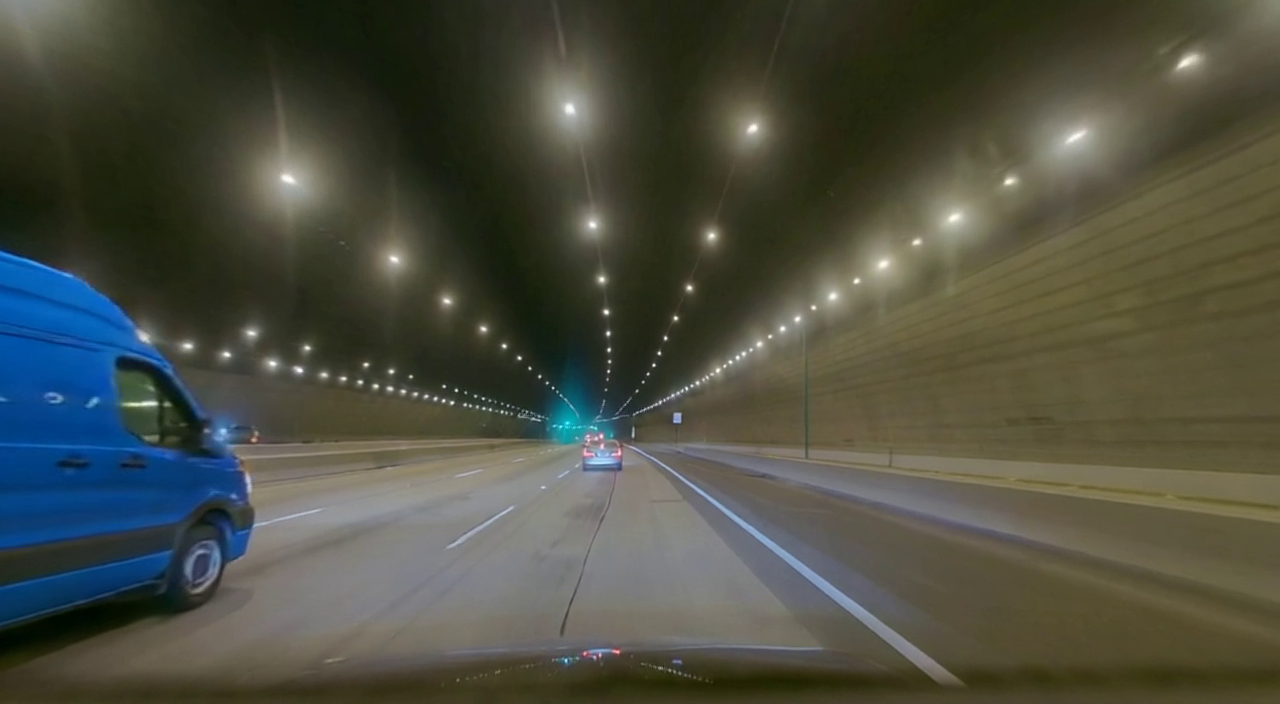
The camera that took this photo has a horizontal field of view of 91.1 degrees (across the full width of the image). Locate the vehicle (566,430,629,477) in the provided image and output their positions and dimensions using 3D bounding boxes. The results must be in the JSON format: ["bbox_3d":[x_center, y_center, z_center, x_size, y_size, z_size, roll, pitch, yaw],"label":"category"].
[{"bbox_3d":[-1.448,3.649,22.985,2.095,1.553,4.069,0,-8,-1],"label":"vehicle"}]

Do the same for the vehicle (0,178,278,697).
[{"bbox_3d":[-4.259,0.352,2.547,2.404,2.459,5.229,0,-8,0],"label":"vehicle"}]
